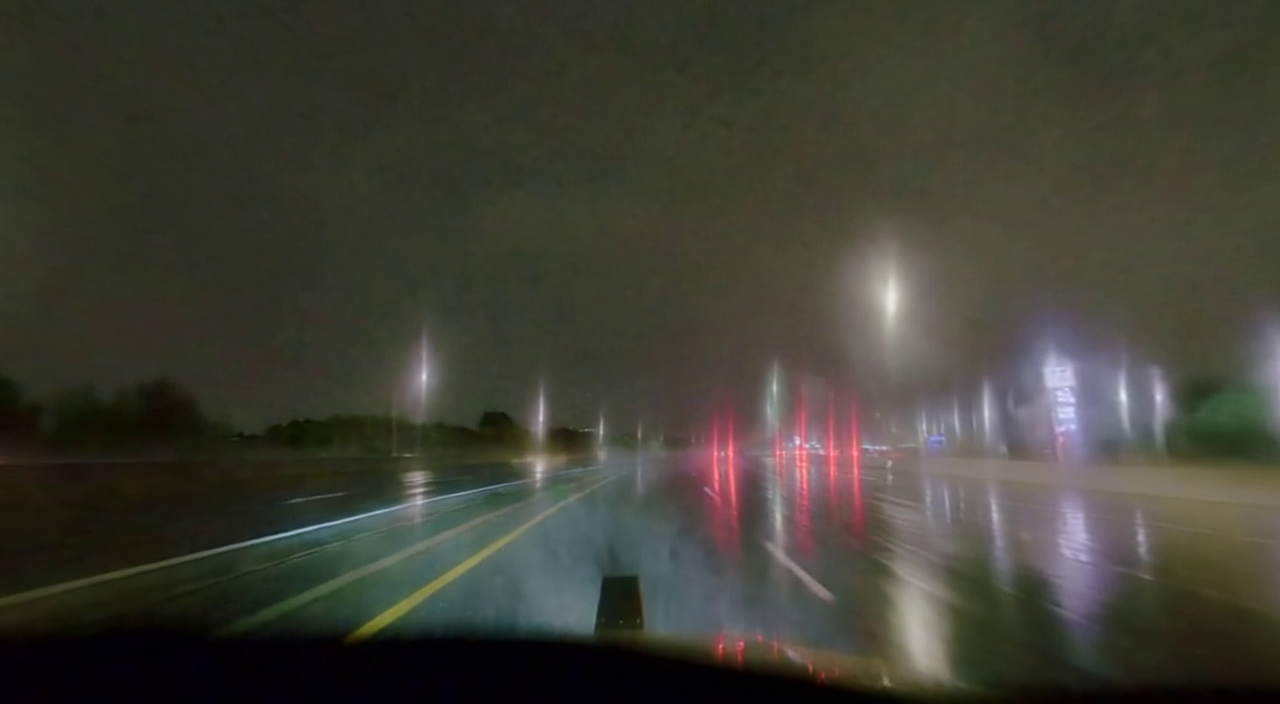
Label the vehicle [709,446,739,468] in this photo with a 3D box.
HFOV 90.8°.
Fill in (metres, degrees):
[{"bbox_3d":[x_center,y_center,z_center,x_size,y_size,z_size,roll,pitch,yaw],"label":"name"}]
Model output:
[{"bbox_3d":[6.238,7.809,47.264,1.874,1.506,4.116,-1,-9,3],"label":"vehicle"}]
